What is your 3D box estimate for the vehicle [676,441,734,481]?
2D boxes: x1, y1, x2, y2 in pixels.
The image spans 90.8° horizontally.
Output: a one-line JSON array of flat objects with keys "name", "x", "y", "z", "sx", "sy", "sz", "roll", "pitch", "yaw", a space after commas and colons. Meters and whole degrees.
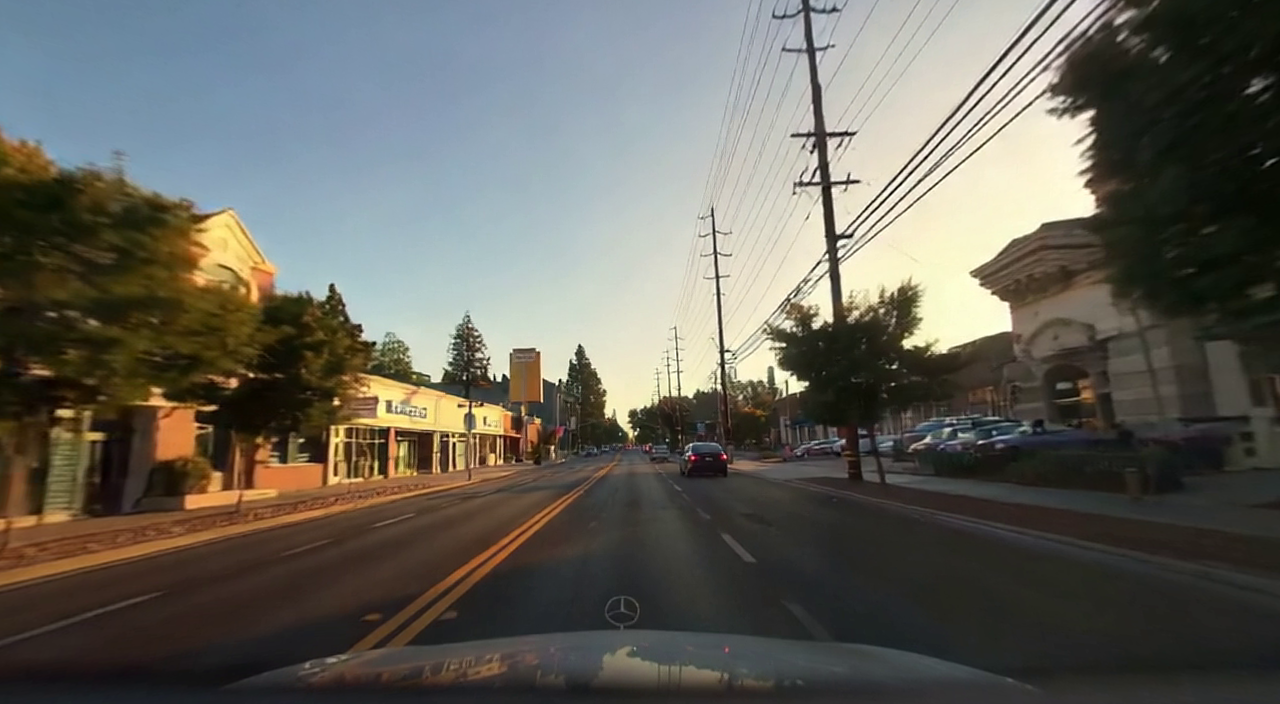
[{"name": "vehicle", "x": 2.620, "y": 4.480, "z": 26.183, "sx": 1.975, "sy": 1.497, "sz": 3.647, "roll": 0, "pitch": -9, "yaw": -1}]
